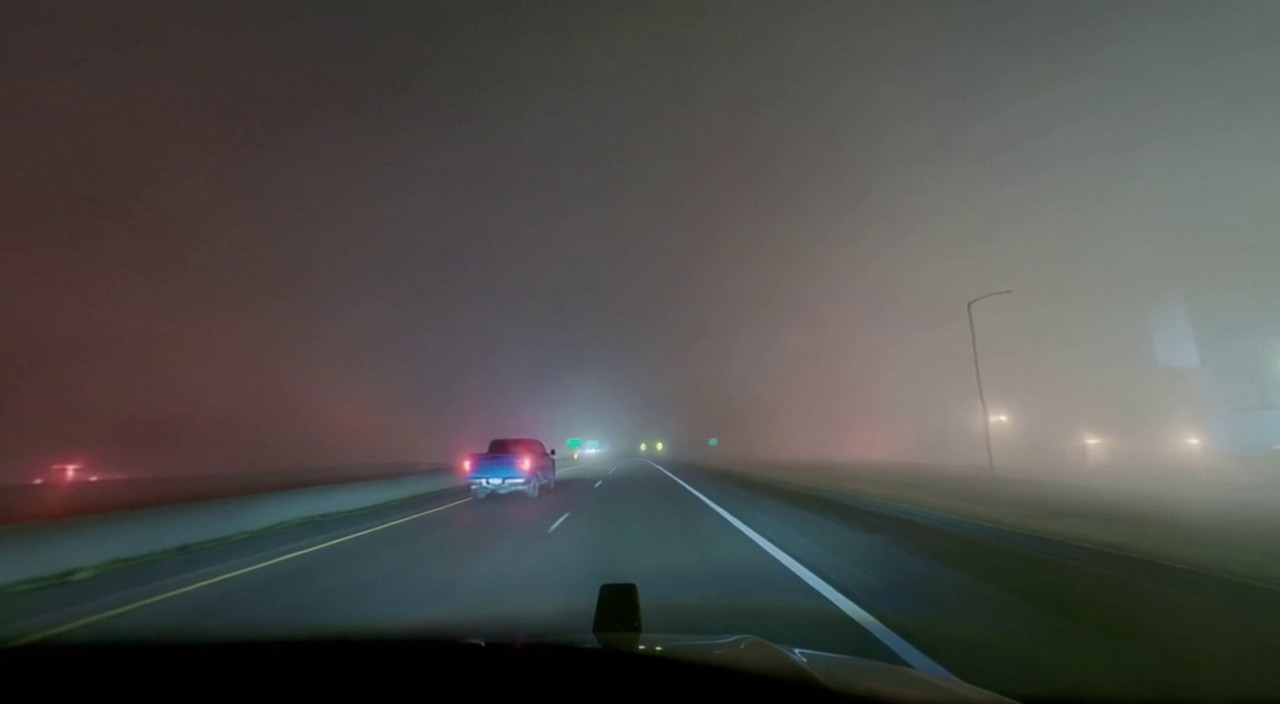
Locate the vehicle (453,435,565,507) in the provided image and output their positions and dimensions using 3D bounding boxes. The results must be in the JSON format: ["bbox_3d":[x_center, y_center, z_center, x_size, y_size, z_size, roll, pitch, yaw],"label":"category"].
[{"bbox_3d":[-3.440,3.236,17.523,2.152,1.717,4.423,-1,-9,0],"label":"vehicle"}]

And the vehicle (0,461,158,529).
[{"bbox_3d":[-15.859,3.784,17.135,1.827,1.466,4.553,0,-9,-1],"label":"vehicle"}]
